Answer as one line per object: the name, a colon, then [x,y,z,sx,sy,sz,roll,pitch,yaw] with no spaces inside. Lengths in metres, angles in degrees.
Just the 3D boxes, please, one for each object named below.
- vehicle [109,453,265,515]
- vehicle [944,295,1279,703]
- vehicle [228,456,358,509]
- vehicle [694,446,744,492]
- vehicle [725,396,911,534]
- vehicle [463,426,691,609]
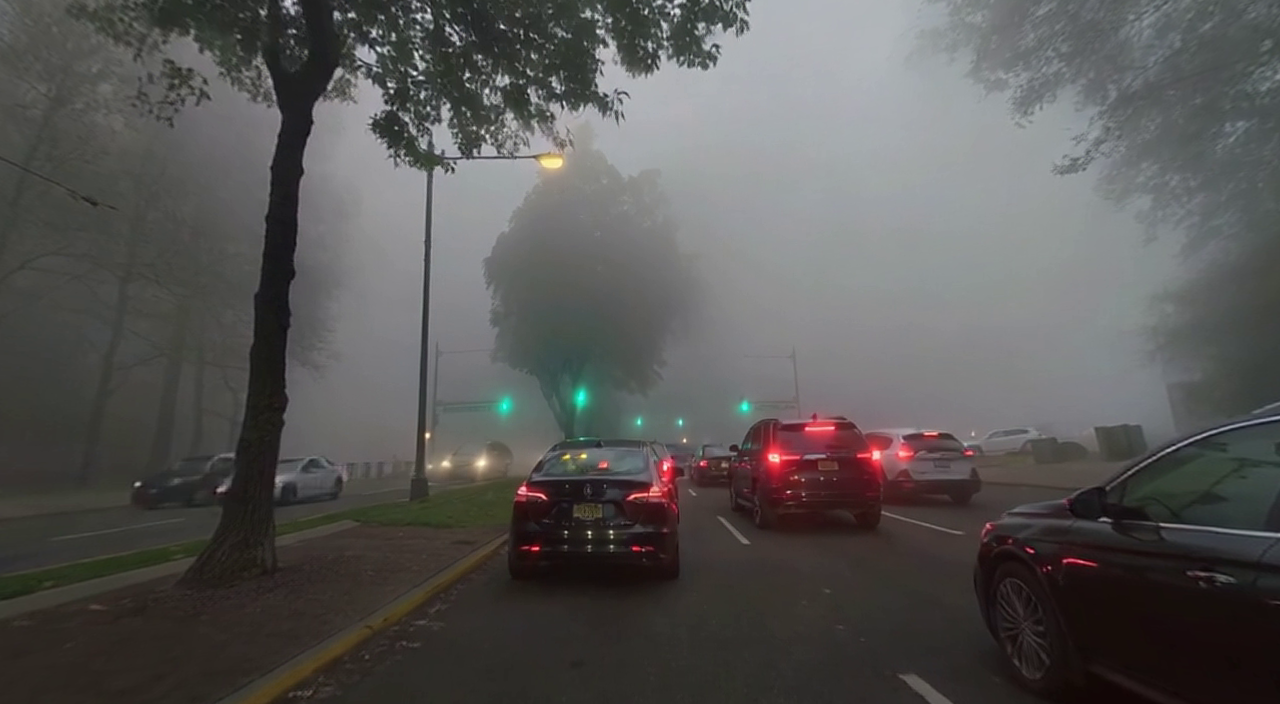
vehicle: [-16.228,4.695,22.882,2.077,1.925,4.626,0,-9,2]
vehicle: [3.148,0.810,2.177,1.982,1.960,4.427,0,-9,1]
vehicle: [-12.597,4.717,23.222,2.005,1.660,4.676,0,-9,1]
vehicle: [3.095,4.622,25.267,1.518,1.650,4.408,0,-9,1]
vehicle: [3.615,2.465,14.315,2.516,2.481,5.766,0,-8,0]
vehicle: [-0.563,1.845,7.928,2.111,1.676,4.018,0,-8,1]
